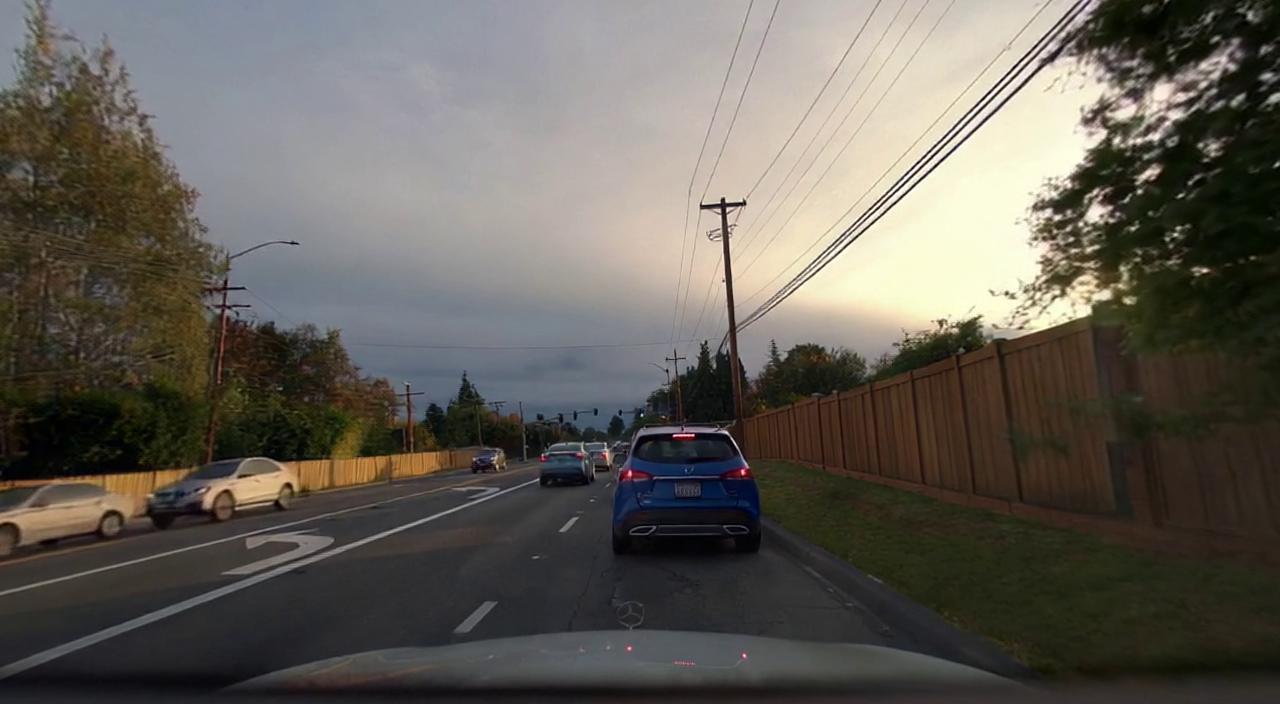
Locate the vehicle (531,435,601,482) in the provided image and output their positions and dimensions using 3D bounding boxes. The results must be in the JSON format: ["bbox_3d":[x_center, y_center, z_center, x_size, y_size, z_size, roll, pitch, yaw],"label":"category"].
[{"bbox_3d":[-2.712,4.062,24.231,2.037,1.639,4.213,0,-9,2],"label":"vehicle"}]

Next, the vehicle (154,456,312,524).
[{"bbox_3d":[-11.495,3.876,18.197,1.893,1.662,3.966,0,-9,0],"label":"vehicle"}]

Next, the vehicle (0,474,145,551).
[{"bbox_3d":[-14.805,3.844,15.204,2.024,1.467,4.584,-4,-9,0],"label":"vehicle"}]

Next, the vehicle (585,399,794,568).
[{"bbox_3d":[0.488,1.674,8.683,2.174,1.749,4.113,0,-9,-1],"label":"vehicle"}]

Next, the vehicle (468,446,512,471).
[{"bbox_3d":[-11.682,8.325,49.535,2.187,1.863,5.152,0,-9,0],"label":"vehicle"}]
